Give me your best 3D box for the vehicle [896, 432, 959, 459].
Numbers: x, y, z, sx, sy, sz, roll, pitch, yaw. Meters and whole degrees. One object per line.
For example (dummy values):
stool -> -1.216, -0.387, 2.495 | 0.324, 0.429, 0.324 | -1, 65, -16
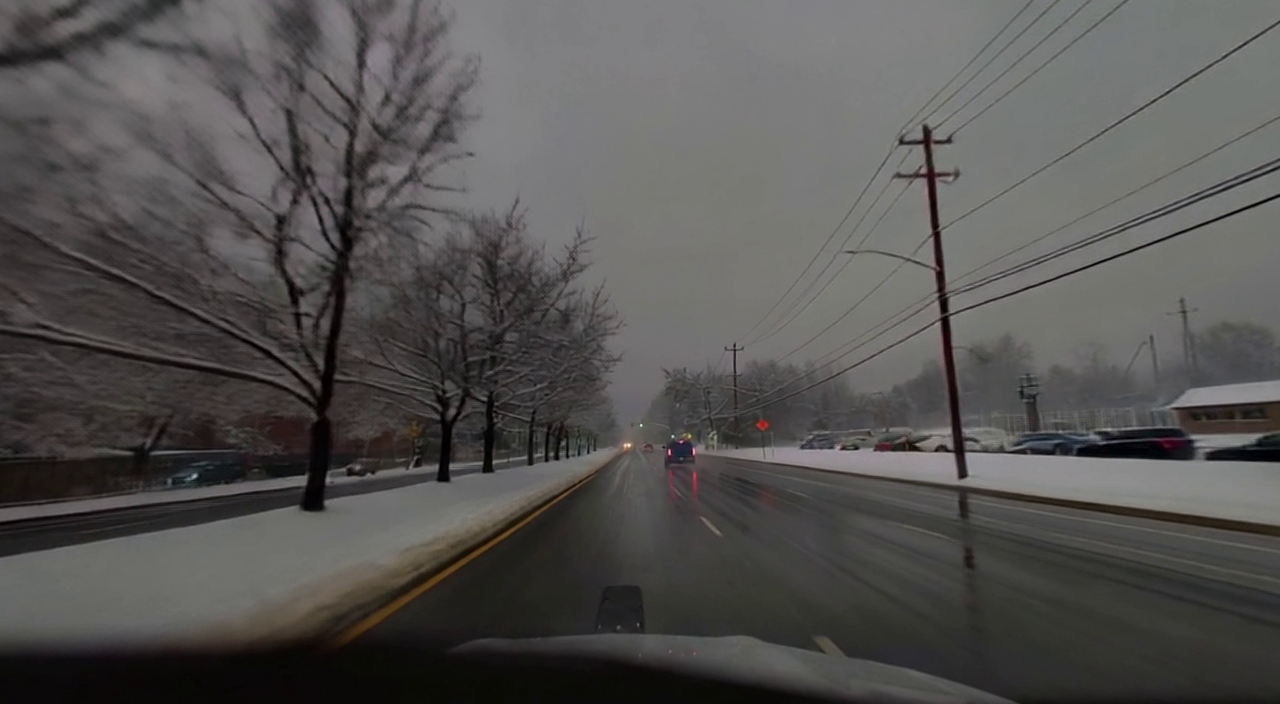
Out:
vehicle -> 19.889, 6.517, 43.956 | 1.941, 1.784, 4.967 | 0, -9, -1

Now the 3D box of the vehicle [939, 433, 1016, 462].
vehicle -> 20.084, 5.732, 37.893 | 2.021, 1.640, 4.620 | -1, -9, 0

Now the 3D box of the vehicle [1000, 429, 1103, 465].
vehicle -> 20.260, 4.724, 31.360 | 1.896, 1.656, 4.653 | 0, -9, -1

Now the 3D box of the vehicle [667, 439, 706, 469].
vehicle -> 2.949, 6.592, 41.077 | 2.086, 1.803, 4.607 | 0, -9, -1

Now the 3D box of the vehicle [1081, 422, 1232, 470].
vehicle -> 20.266, 3.742, 25.131 | 1.983, 1.730, 4.563 | 0, -9, -2
